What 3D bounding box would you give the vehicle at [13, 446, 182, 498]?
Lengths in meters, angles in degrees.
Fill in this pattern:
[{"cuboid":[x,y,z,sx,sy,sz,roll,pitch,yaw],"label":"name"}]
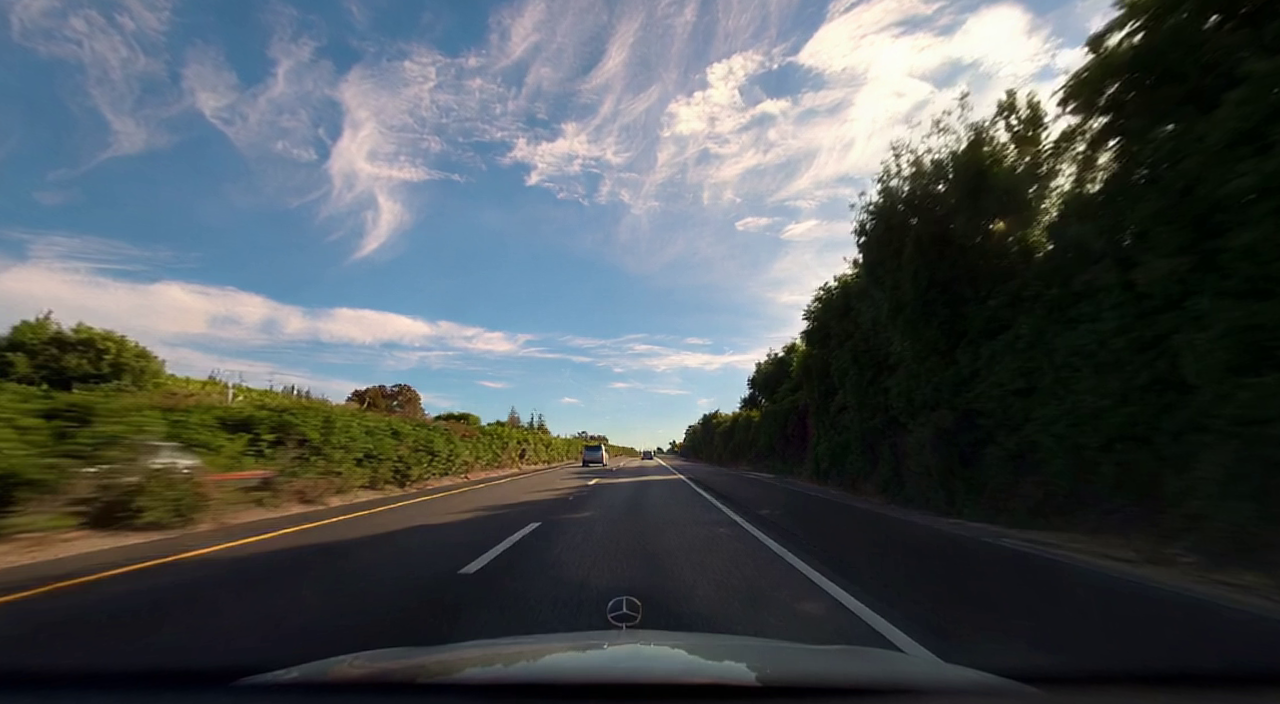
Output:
[{"cuboid":[-16.452,3.625,19.406,1.768,1.435,3.802,0,-9,1],"label":"vehicle"}]
